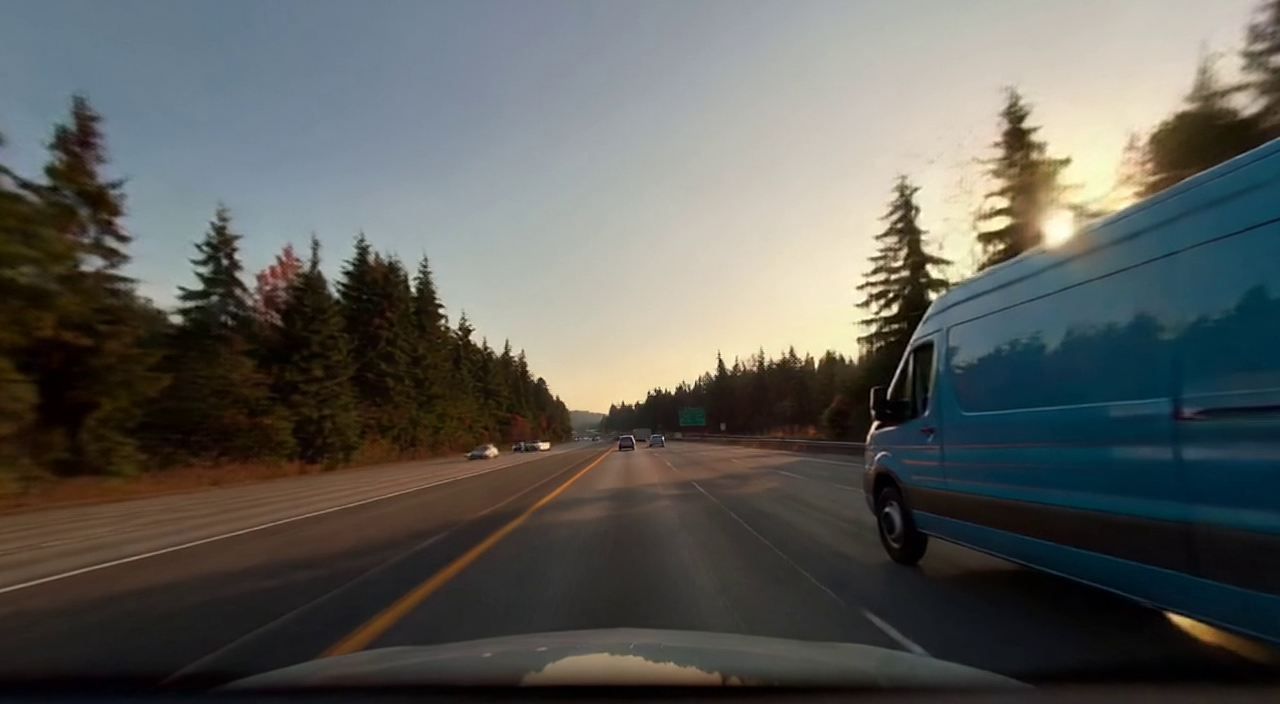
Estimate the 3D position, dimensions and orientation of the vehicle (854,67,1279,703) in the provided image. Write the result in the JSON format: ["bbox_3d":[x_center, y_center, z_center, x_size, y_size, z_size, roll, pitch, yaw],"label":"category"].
[{"bbox_3d":[3.710,0.298,3.349,2.416,2.595,7.243,0,-8,-1],"label":"vehicle"}]
